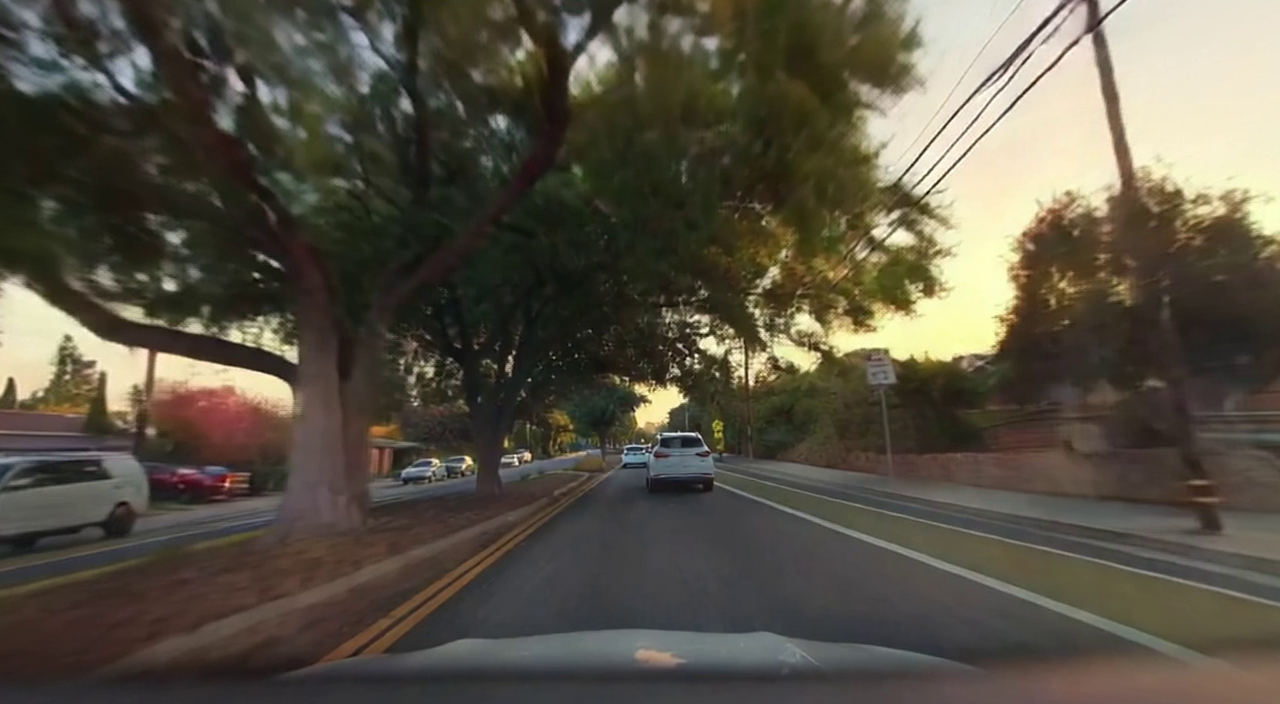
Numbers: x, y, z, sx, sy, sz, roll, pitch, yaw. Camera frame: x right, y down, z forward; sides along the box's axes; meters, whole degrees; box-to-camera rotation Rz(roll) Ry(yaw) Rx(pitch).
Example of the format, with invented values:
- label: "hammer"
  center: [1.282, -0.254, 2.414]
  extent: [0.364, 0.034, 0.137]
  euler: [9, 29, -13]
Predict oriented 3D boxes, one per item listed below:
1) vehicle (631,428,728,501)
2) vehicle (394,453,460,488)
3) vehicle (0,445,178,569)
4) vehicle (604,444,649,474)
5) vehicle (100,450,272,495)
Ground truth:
- label: "vehicle"
  center: [0.944, 3.117, 17.914]
  extent: [2.200, 1.763, 4.676]
  euler: [0, -8, -3]
- label: "vehicle"
  center: [-12.365, 6.862, 37.042]
  extent: [2.150, 1.644, 5.120]
  euler: [-5, -8, -1]
- label: "vehicle"
  center: [-12.114, 2.933, 12.294]
  extent: [2.504, 2.031, 5.237]
  euler: [-3, -8, -3]
- label: "vehicle"
  center: [-0.729, 5.609, 33.335]
  extent: [2.196, 1.449, 4.006]
  euler: [0, -8, -2]
- label: "vehicle"
  center: [-20.706, 5.479, 29.086]
  extent: [6.011, 1.909, 2.279]
  euler: [1, -9, -4]
